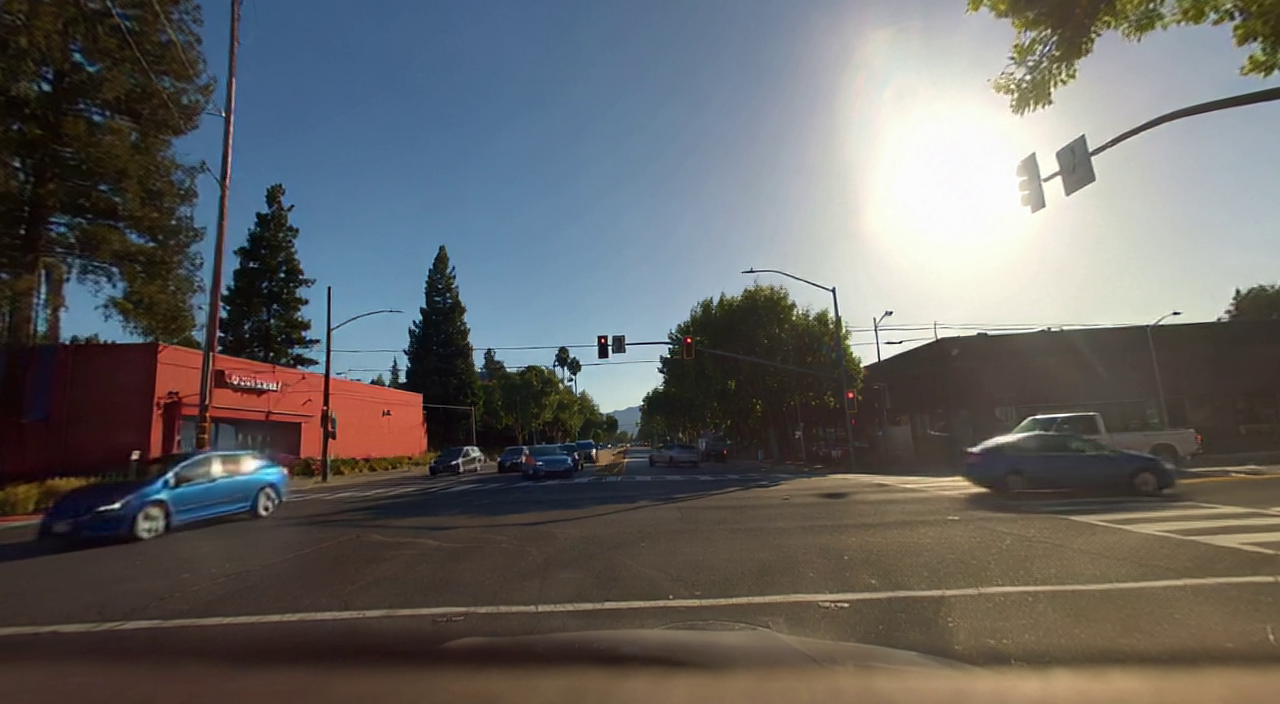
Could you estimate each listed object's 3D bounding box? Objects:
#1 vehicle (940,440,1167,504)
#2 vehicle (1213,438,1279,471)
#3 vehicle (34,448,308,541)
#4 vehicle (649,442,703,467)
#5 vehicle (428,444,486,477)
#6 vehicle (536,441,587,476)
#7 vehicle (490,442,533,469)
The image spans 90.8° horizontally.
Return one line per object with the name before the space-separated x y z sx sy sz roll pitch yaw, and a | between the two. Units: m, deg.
vehicle | 9.984 2.917 15.643 4.228 1.416 1.846 -2 -9 11
vehicle | 33.960 5.595 34.582 4.537 1.665 2.049 4 -9 -24
vehicle | -8.727 2.633 12.423 2.024 1.460 4.381 0 -9 0
vehicle | 2.177 6.478 39.987 1.919 1.453 4.828 2 -9 -16
vehicle | -8.777 5.218 30.676 1.779 1.460 4.463 0 -9 -4
vehicle | -3.694 4.872 29.078 1.935 1.464 4.562 2 -9 -12
vehicle | -8.662 7.006 43.105 2.087 1.718 4.700 0 -9 -2
